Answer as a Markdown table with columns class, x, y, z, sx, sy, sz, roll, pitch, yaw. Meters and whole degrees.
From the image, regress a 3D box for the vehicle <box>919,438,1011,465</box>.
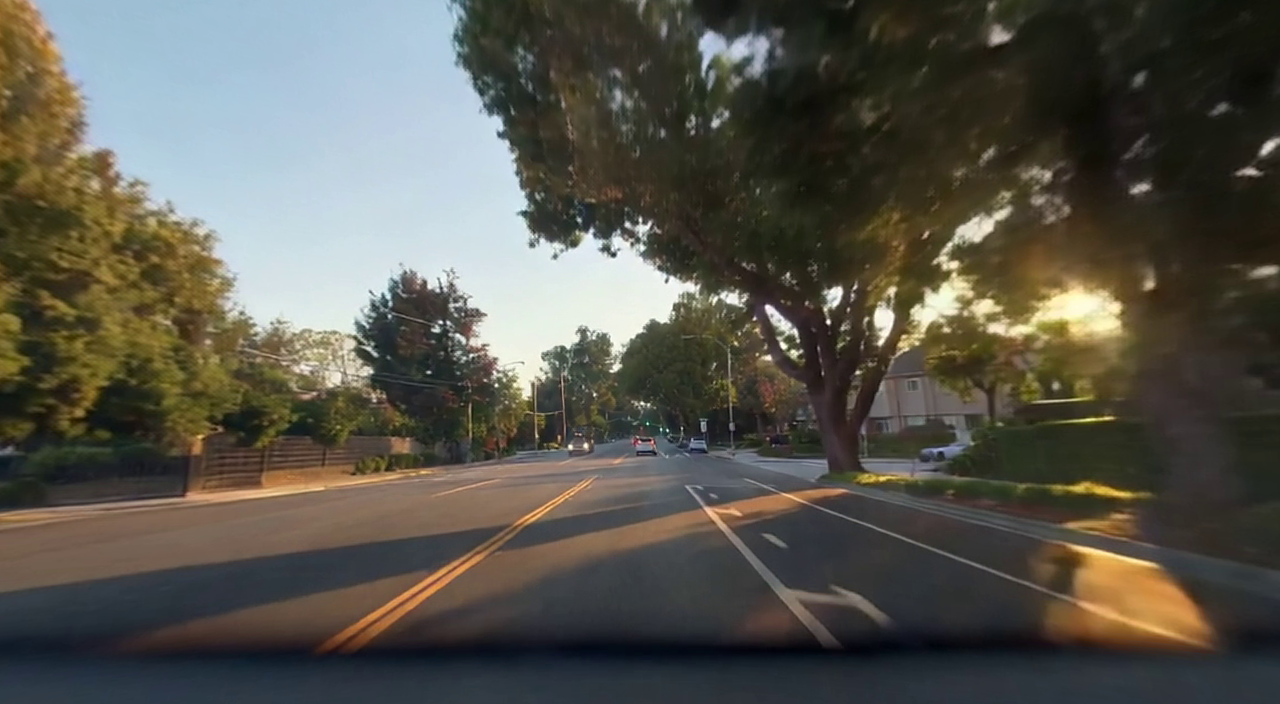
| class | x | y | z | sx | sy | sz | roll | pitch | yaw |
| --- | --- | --- | --- | --- | --- | --- | --- | --- | --- |
| vehicle | 20.936 | 6.393 | 40.496 | 4.849 | 1.470 | 2.041 | -1 | -7 | -7 |

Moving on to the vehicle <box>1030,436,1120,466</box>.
| class | x | y | z | sx | sy | sz | roll | pitch | yaw |
| --- | --- | --- | --- | --- | --- | --- | --- | --- | --- |
| vehicle | 28.736 | 6.543 | 41.550 | 4.686 | 1.536 | 2.037 | 6 | -9 | -5 |
